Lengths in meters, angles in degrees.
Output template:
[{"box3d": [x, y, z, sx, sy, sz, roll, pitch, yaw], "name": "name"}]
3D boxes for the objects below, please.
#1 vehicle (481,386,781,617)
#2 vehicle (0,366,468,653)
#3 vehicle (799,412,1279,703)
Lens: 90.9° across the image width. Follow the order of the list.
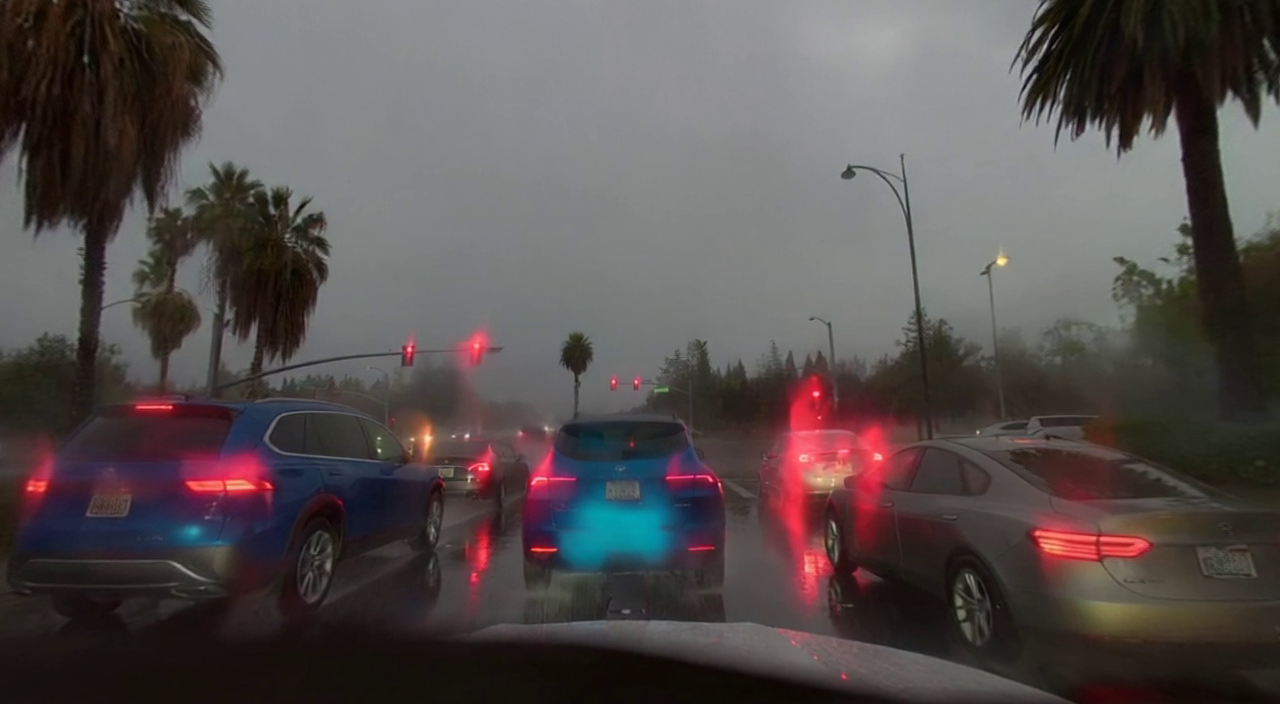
[{"box3d": [-0.127, 1.459, 7.071, 2.280, 1.747, 4.361, 0, -8, -2], "name": "vehicle"}, {"box3d": [-3.344, 1.283, 6.134, 2.014, 1.755, 4.360, 0, -8, 1], "name": "vehicle"}, {"box3d": [2.967, 1.370, 5.263, 2.017, 1.491, 4.611, 0, -8, -1], "name": "vehicle"}]
